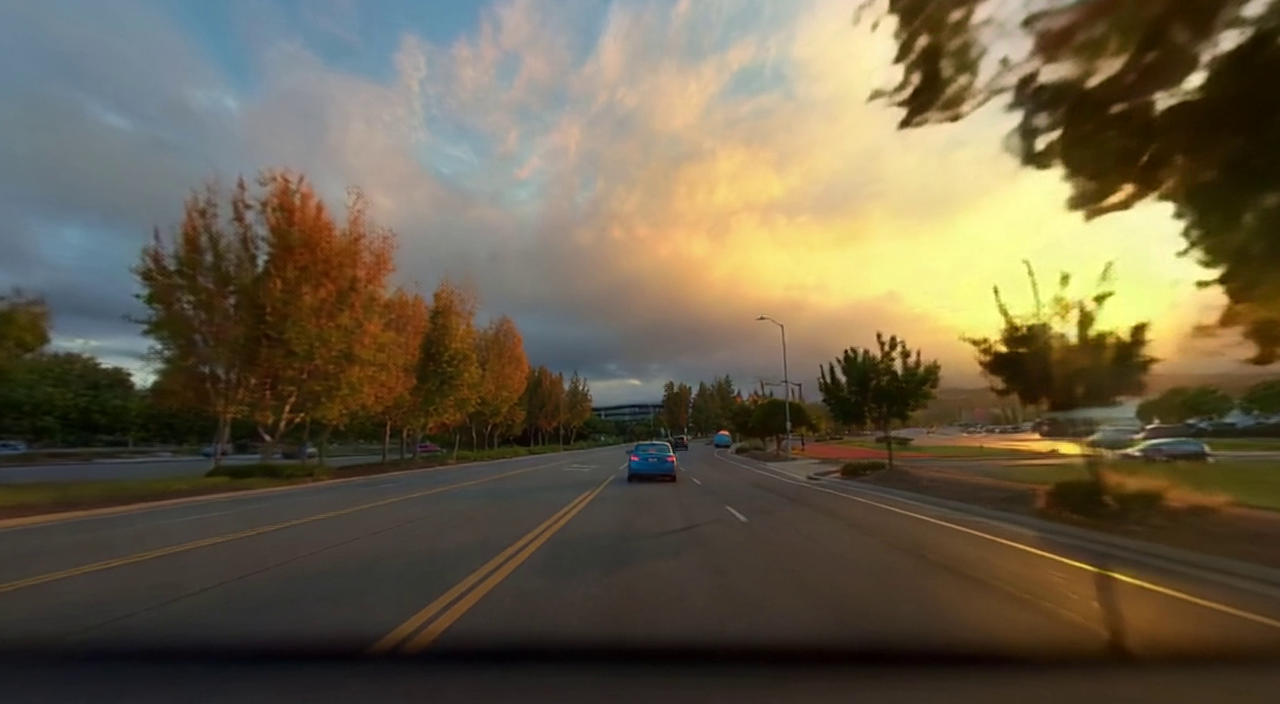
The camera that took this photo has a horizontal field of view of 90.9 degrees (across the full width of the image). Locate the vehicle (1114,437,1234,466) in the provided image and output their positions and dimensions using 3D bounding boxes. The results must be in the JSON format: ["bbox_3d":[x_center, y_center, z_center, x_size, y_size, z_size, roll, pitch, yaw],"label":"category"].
[{"bbox_3d":[27.578,5.167,32.705,4.305,1.457,1.885,-1,-9,8],"label":"vehicle"}]

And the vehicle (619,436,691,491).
[{"bbox_3d":[0.433,3.402,19.531,2.010,1.535,3.735,0,-9,1],"label":"vehicle"}]
